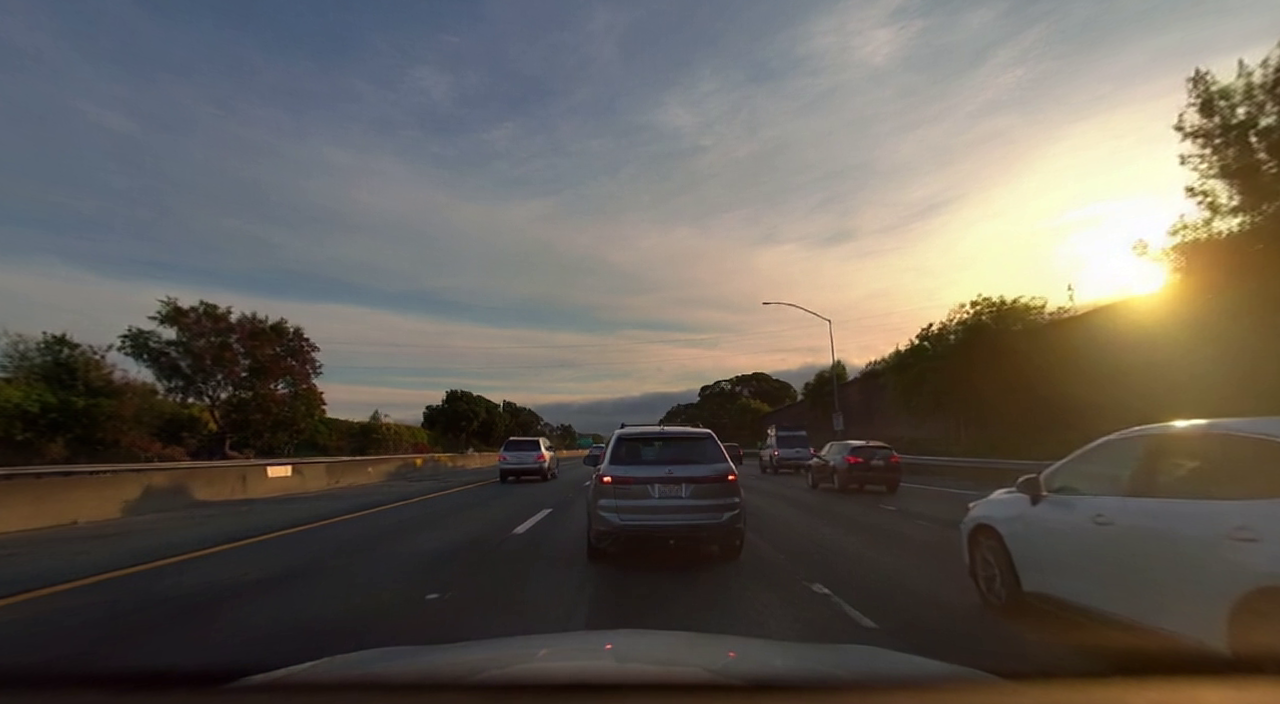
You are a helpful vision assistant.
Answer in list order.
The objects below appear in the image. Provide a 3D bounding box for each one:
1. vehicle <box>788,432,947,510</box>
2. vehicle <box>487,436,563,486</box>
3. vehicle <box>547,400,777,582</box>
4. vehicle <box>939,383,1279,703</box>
[{"bbox_3d":[5.403,2.884,15.713,1.972,1.647,4.429,1,-9,-5],"label":"vehicle"},{"bbox_3d":[-4.383,4.223,24.715,2.047,1.755,4.638,0,-9,1],"label":"vehicle"},{"bbox_3d":[0.087,1.652,8.169,2.230,1.740,3.976,1,-9,-4],"label":"vehicle"},{"bbox_3d":[3.324,0.928,2.516,2.028,1.534,4.691,0,-9,1],"label":"vehicle"}]
